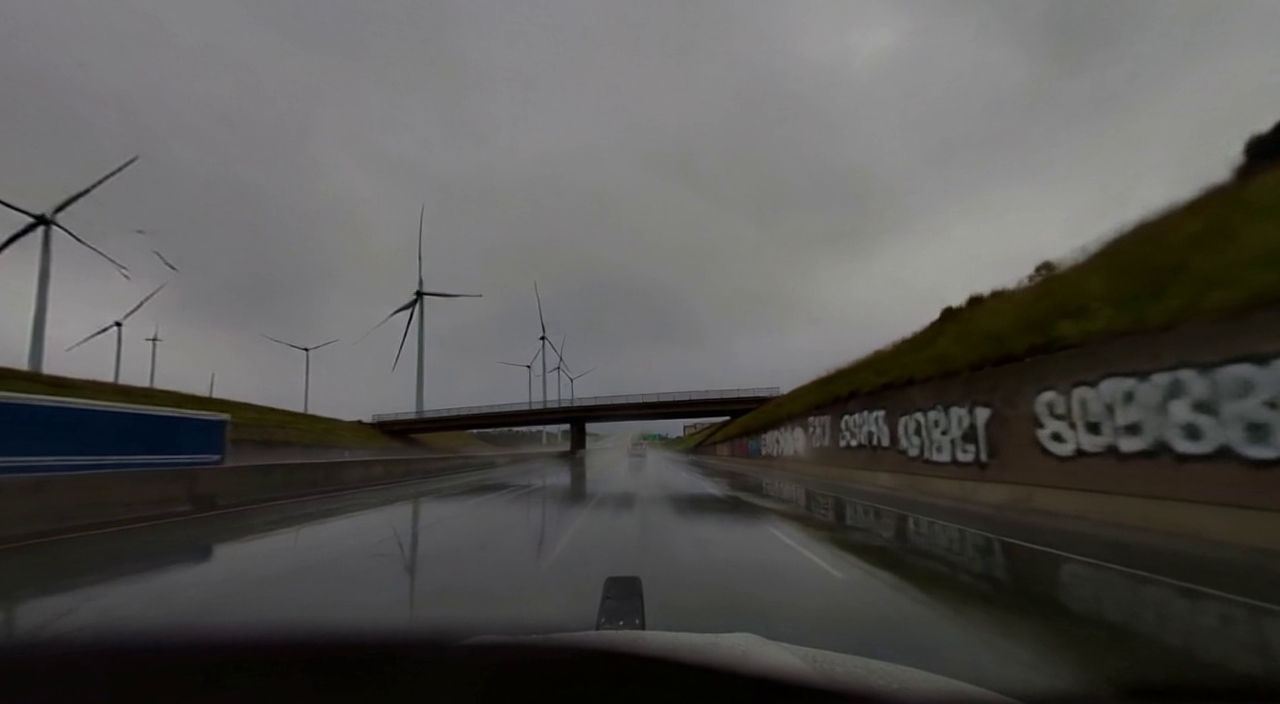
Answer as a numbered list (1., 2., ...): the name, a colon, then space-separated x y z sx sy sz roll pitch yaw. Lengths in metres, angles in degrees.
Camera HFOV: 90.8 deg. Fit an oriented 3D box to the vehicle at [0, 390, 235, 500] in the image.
1. vehicle: -23.074 3.867 25.910 2.996 3.684 15.096 0 -9 0
